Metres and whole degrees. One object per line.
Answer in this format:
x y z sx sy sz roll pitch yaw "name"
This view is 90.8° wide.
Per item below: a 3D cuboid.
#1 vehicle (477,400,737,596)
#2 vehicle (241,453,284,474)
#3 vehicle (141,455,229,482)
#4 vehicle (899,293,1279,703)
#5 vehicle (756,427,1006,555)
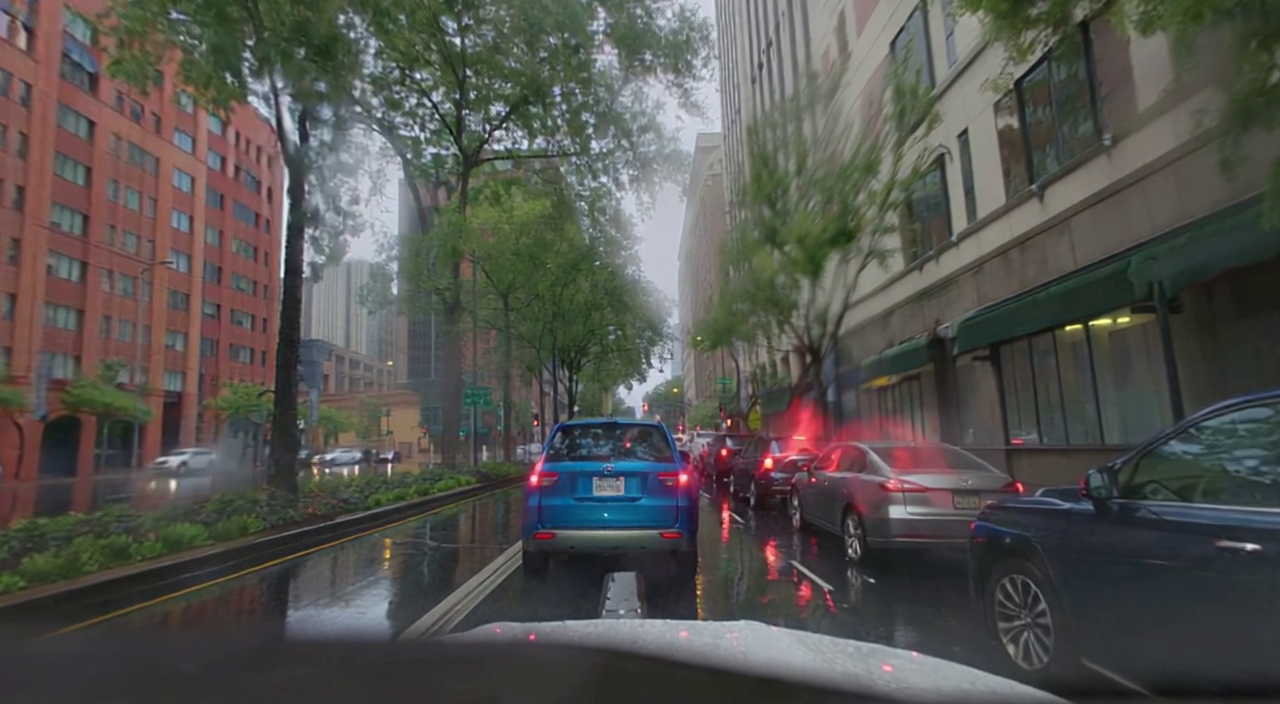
-0.337 1.579 7.619 2.249 1.684 4.084 0 -9 -2 "vehicle"
-28.808 8.466 48.122 1.960 1.459 4.699 7 -11 -40 "vehicle"
-27.617 7.059 38.561 1.967 1.428 4.832 0 -9 -3 "vehicle"
2.996 0.750 2.251 2.063 1.760 4.664 0 -9 -1 "vehicle"
3.280 1.986 9.819 1.941 1.482 4.632 0 -9 -2 "vehicle"
